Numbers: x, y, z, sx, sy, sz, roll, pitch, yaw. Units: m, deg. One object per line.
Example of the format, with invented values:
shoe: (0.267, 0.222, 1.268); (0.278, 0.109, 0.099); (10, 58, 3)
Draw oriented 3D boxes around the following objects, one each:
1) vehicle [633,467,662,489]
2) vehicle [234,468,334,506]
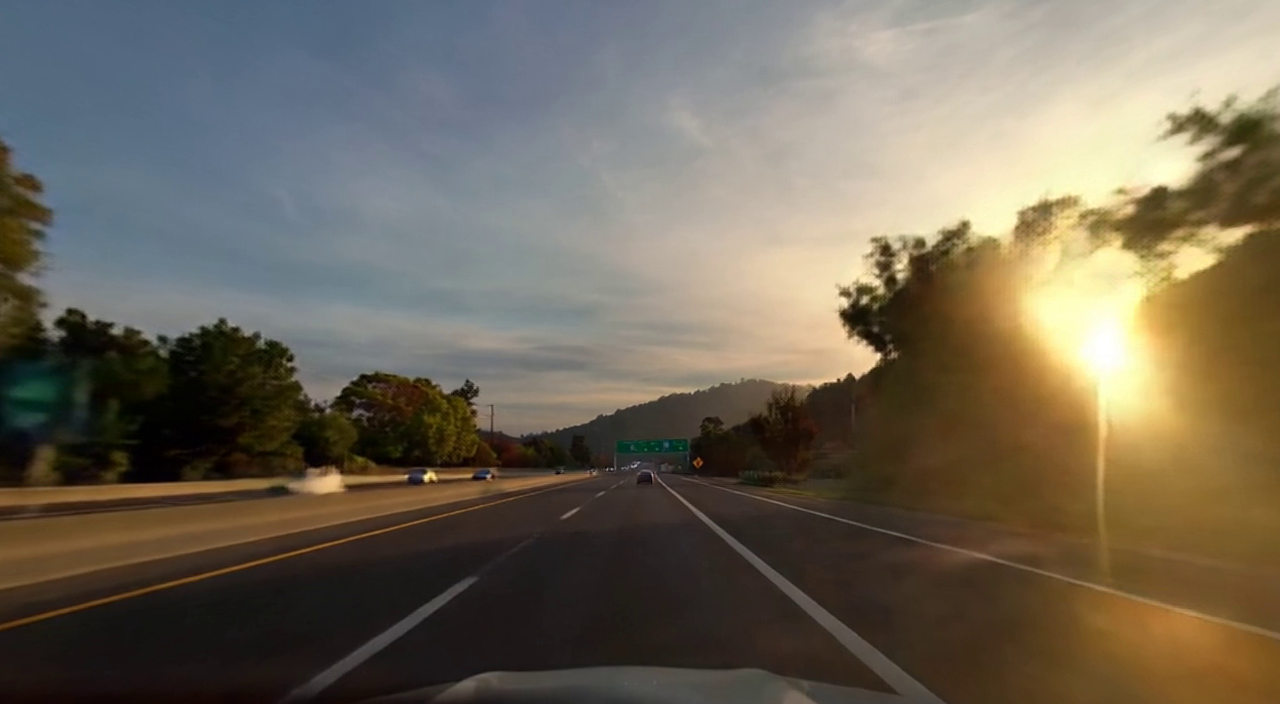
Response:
vehicle: (0.514, 9.315, 46.639); (2.016, 1.530, 4.009); (1, -10, 0)
vehicle: (-15.757, 5.970, 28.165); (1.863, 1.525, 4.211); (1, -11, 1)
